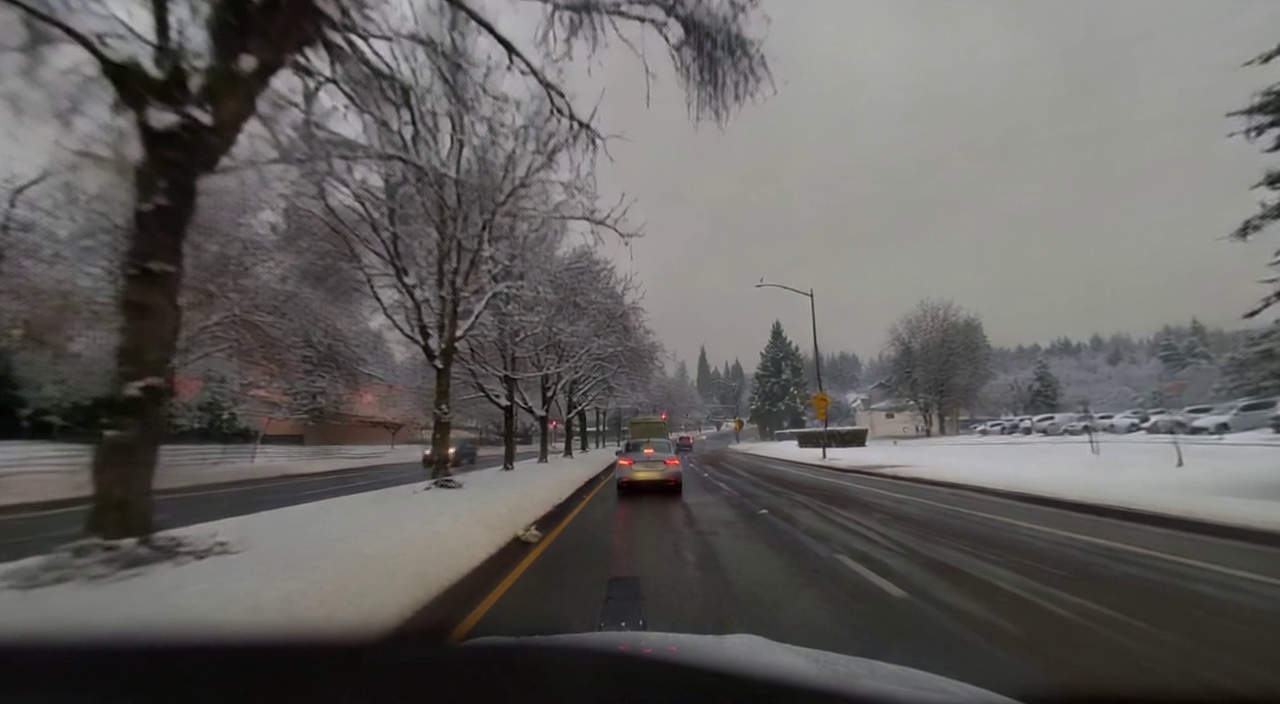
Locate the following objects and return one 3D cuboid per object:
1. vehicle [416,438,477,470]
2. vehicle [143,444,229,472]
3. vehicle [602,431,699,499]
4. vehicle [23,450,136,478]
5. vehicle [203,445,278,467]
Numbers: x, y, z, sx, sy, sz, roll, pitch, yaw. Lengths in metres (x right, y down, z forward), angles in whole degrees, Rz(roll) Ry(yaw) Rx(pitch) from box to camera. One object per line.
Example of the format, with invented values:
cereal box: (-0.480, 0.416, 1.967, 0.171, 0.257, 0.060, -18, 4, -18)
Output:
vehicle: (-11.408, 6.010, 37.541, 2.066, 1.753, 4.559, -1, -8, 2)
vehicle: (-30.241, 7.035, 42.073, 4.266, 1.600, 1.877, -3, -8, -2)
vehicle: (0.184, 2.740, 15.721, 2.093, 1.442, 3.977, 0, -8, -1)
vehicle: (-30.532, 6.075, 34.423, 4.356, 1.444, 1.819, 0, -8, -1)
vehicle: (-29.961, 7.790, 47.327, 4.342, 1.621, 1.967, -1, -8, 5)
